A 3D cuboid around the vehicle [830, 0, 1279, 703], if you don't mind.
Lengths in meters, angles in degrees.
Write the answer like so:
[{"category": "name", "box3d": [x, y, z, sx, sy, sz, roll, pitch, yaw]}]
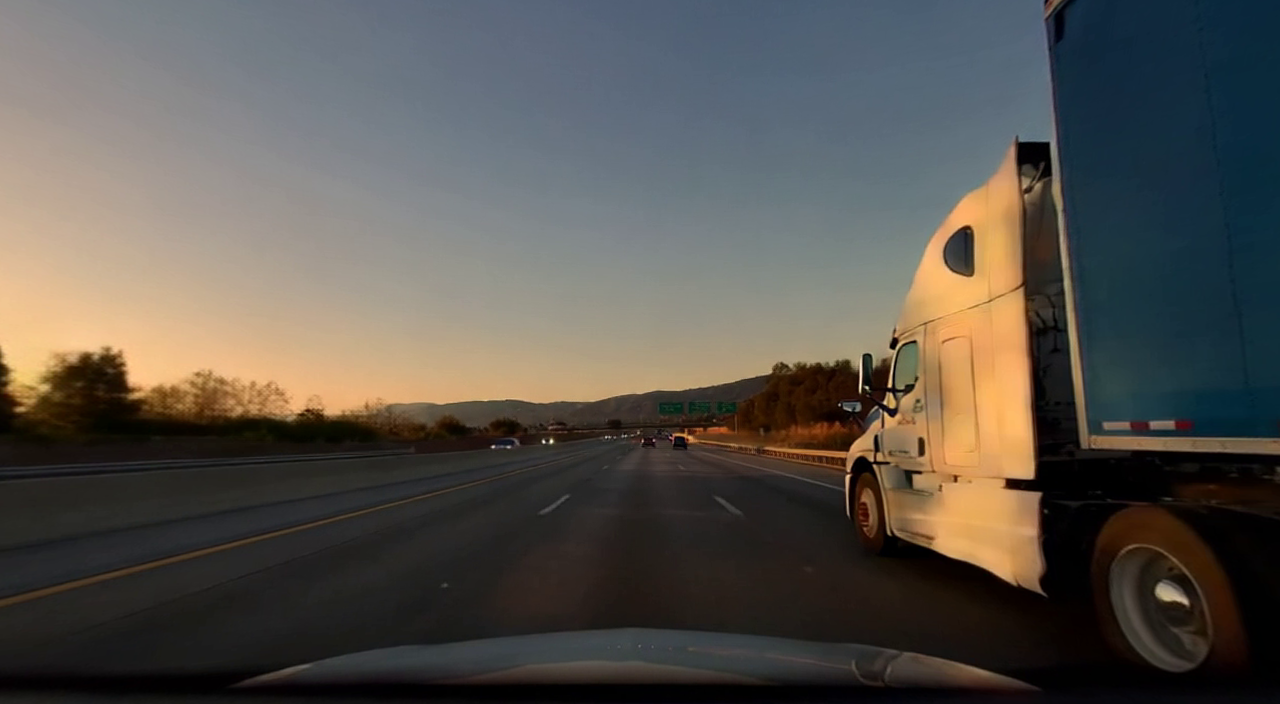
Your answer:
[{"category": "vehicle", "box3d": [3.626, -0.242, 2.356, 3.012, 3.768, 8.945, 0, -8, 0]}]
